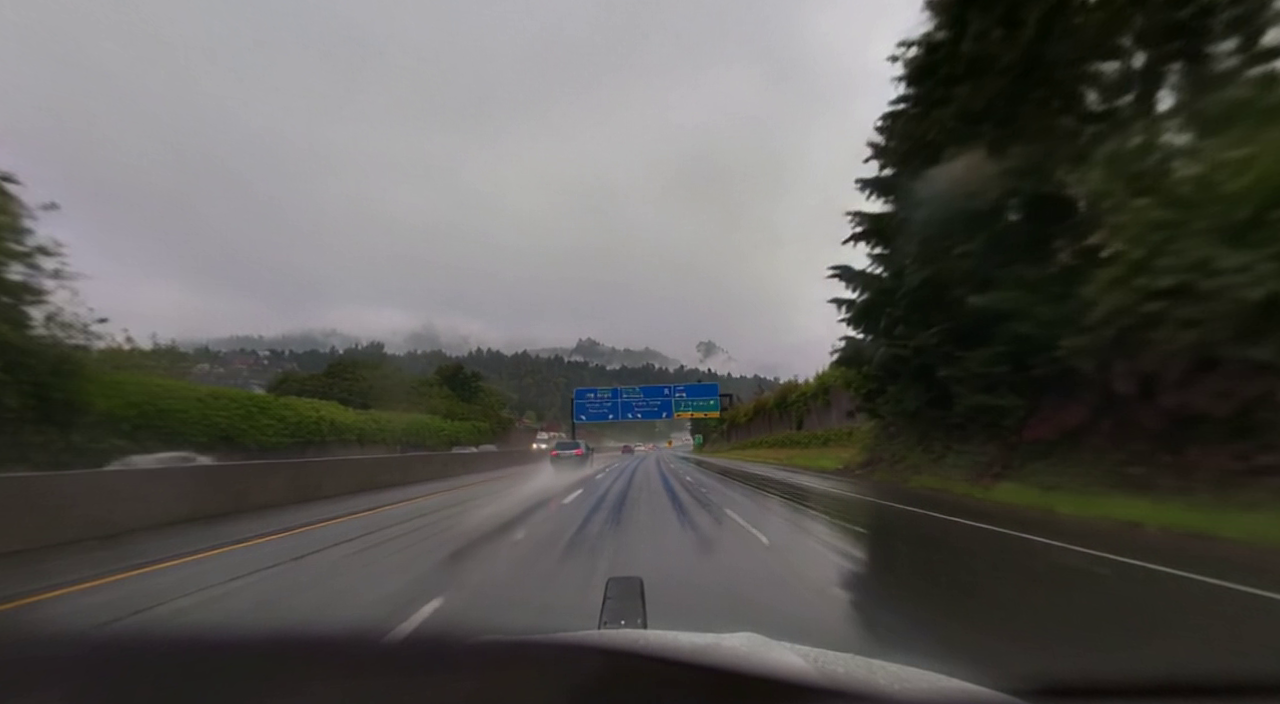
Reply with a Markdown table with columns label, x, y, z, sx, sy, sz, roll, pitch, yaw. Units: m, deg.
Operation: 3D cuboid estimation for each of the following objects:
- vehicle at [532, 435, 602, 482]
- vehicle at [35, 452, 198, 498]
| label | x | y | z | sx | sy | sz | roll | pitch | yaw |
| --- | --- | --- | --- | --- | --- | --- | --- | --- | --- |
| vehicle | -2.719 | 4.091 | 24.466 | 2.183 | 1.662 | 3.968 | 0 | -9 | 1 |
| vehicle | -19.237 | 4.509 | 23.526 | 1.946 | 1.461 | 4.746 | 0 | -9 | 1 |
